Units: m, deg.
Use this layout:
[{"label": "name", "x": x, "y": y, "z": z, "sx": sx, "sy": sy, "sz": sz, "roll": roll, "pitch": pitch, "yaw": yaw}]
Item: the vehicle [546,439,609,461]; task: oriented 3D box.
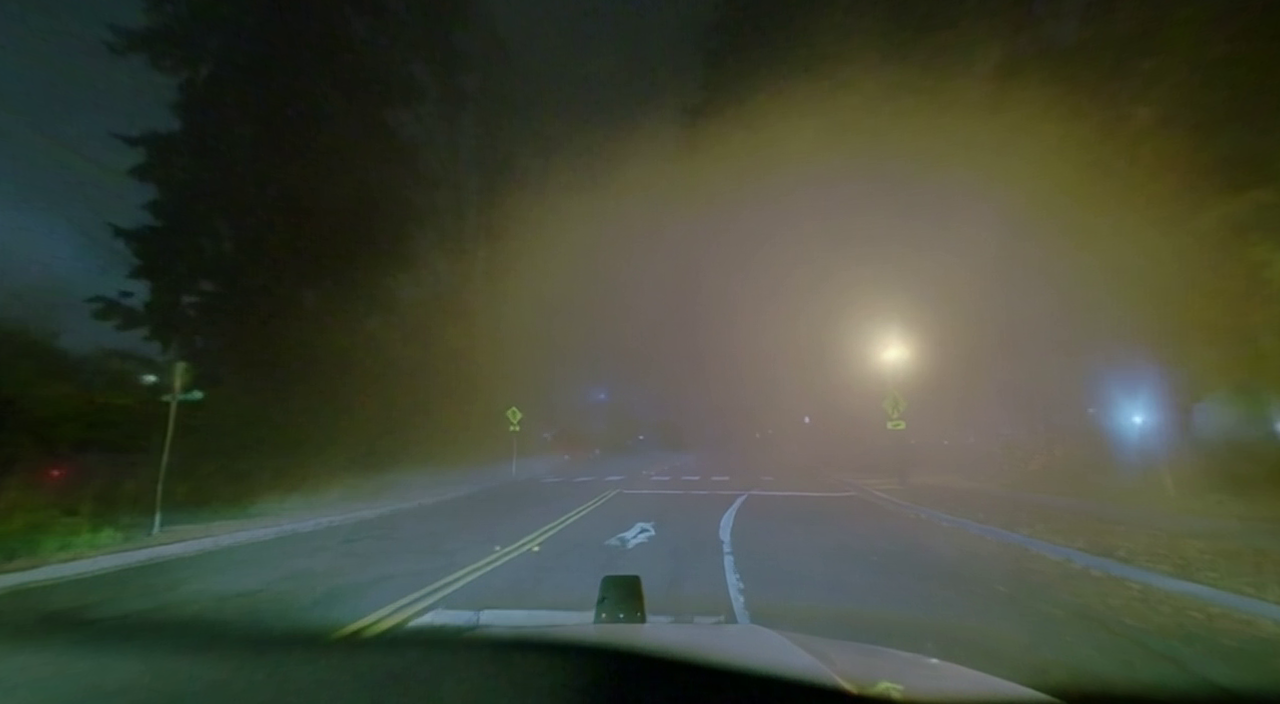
[{"label": "vehicle", "x": -4.772, "y": 7.486, "z": 48.300, "sx": 4.377, "sy": 1.596, "sz": 1.836, "roll": -3, "pitch": -9, "yaw": 19}]
